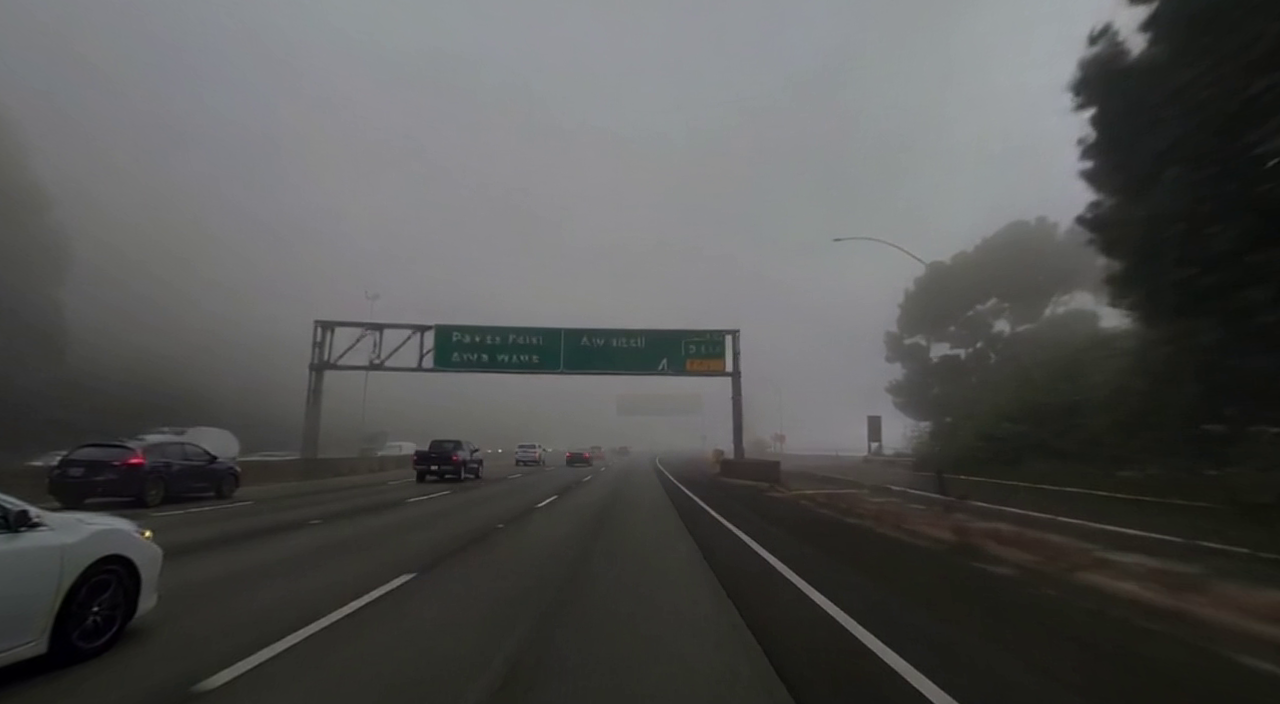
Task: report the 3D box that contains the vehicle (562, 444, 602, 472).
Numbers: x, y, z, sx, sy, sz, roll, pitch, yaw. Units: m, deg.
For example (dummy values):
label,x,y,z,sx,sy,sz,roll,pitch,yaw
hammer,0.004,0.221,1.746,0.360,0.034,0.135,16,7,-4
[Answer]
label,x,y,z,sx,sy,sz,roll,pitch,yaw
vehicle,-3.753,6.941,41.510,2.132,1.708,4.571,0,-9,1

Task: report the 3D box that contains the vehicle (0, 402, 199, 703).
label,x,y,z,sx,sy,sz,roll,pitch,yaw
vehicle,-4.198,0.883,2.180,2.027,1.547,4.511,0,-9,1

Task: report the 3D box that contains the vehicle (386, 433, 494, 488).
label,x,y,z,sx,sy,sz,roll,pitch,yaw
vehicle,-7.546,4.170,24.553,2.250,1.870,5.647,0,-9,1

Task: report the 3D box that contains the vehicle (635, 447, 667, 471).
label,x,y,z,sx,sy,sz,roll,pitch,yaw
vehicle,0.778,7.467,44.154,2.153,1.510,4.646,0,-9,2
